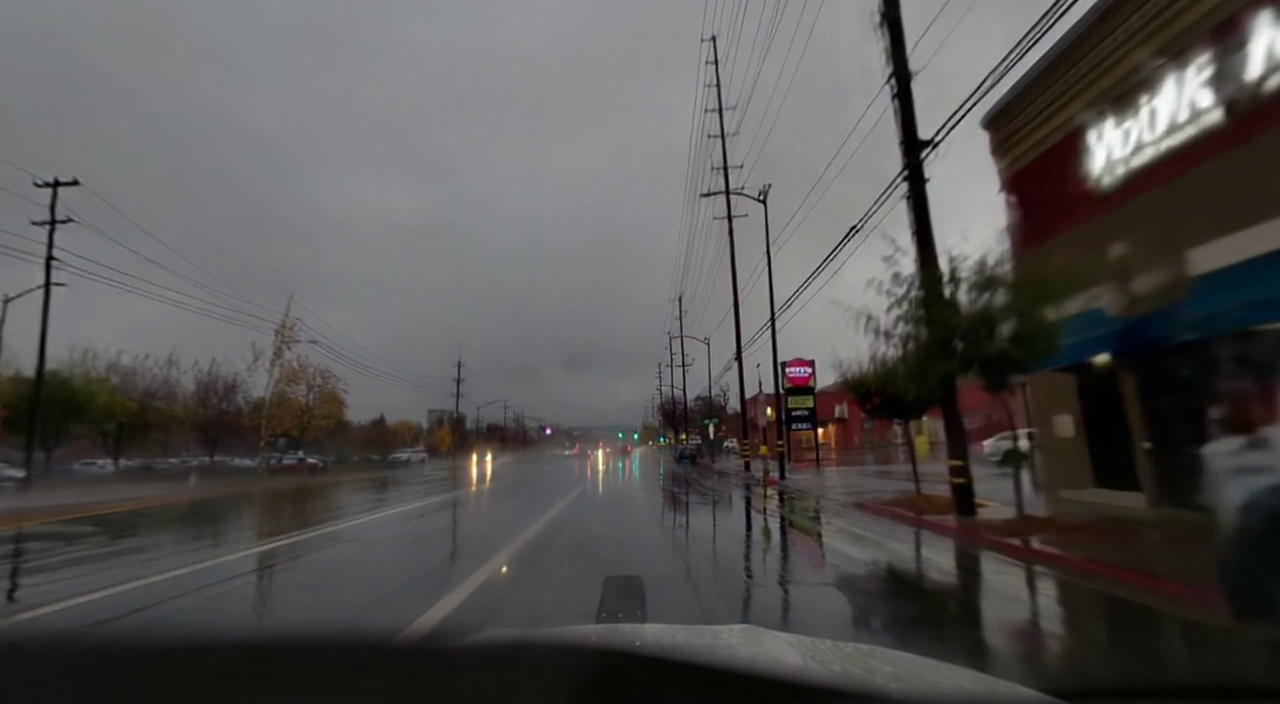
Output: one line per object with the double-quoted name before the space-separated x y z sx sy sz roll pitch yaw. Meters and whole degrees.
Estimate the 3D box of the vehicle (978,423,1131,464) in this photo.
"vehicle" 16.397 3.694 25.264 2.150 1.463 4.524 5 -10 -30

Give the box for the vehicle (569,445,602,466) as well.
"vehicle" -4.103 7.819 47.991 2.179 1.490 4.742 0 -9 -1
